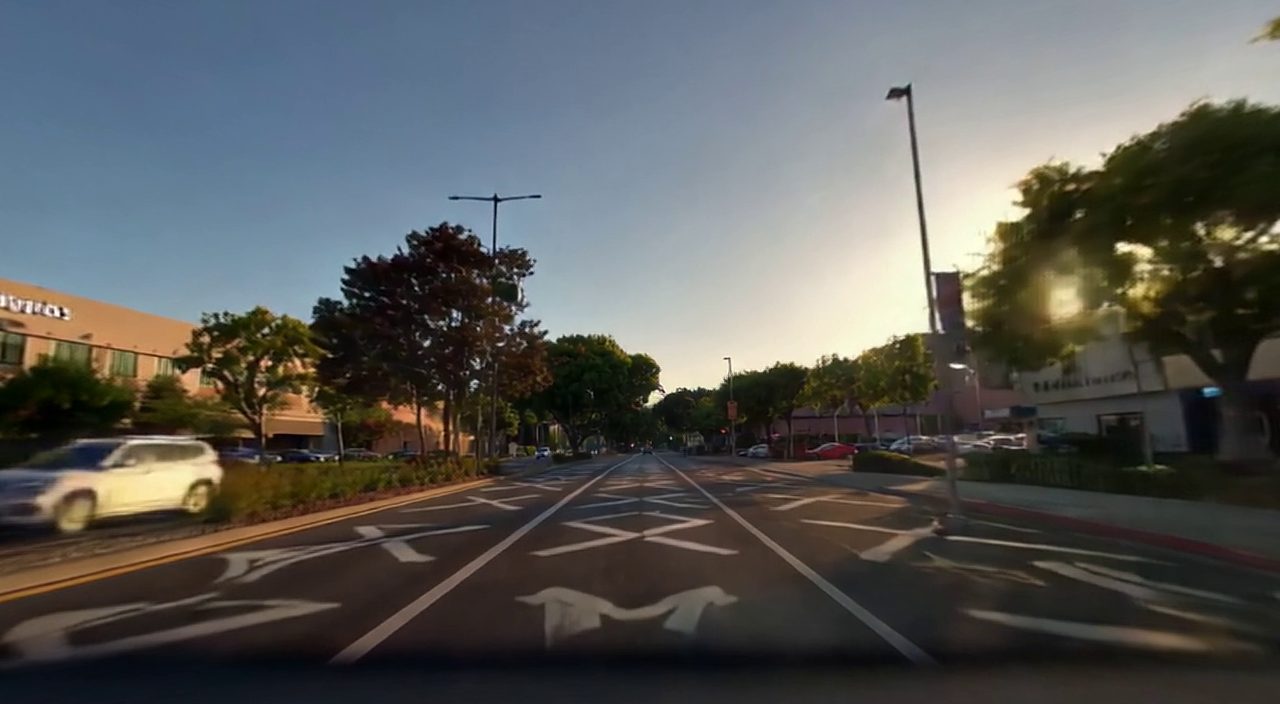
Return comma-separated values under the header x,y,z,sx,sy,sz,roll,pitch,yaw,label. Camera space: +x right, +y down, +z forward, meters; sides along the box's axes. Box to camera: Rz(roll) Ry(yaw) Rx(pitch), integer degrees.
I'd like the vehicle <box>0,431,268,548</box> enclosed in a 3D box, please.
x,y,z,sx,sy,sz,roll,pitch,yaw,label
-8.828,2.205,10.817,1.961,1.559,4.480,-1,-9,2,vehicle
